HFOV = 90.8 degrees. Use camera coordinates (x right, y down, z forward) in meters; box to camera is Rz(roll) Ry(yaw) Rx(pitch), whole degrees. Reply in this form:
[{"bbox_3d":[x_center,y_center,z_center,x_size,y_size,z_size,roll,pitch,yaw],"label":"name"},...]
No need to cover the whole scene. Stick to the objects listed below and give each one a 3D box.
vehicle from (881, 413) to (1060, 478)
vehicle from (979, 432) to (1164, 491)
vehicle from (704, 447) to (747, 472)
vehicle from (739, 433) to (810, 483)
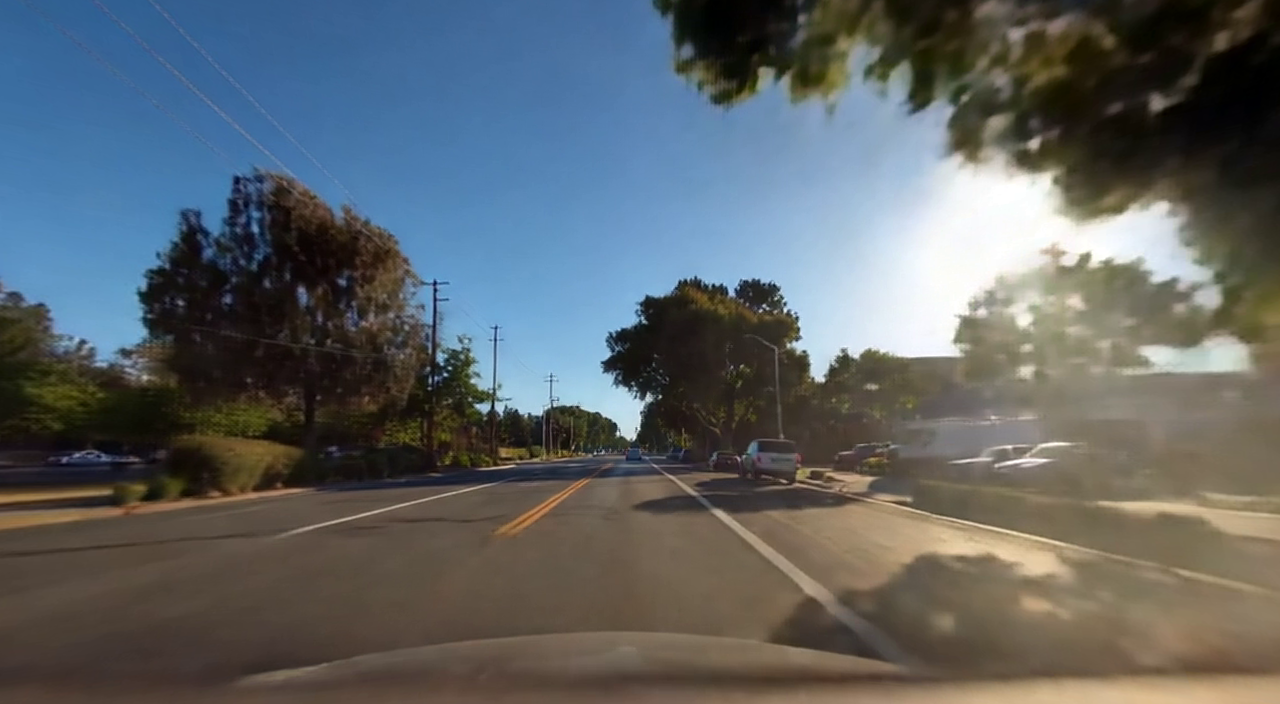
[{"bbox_3d":[15.771,4.524,30.534,6.969,2.929,2.793,0,-8,0],"label":"vehicle"},{"bbox_3d":[14.387,3.673,21.319,4.637,1.842,2.016,0,-9,2],"label":"vehicle"},{"bbox_3d":[5.975,7.588,44.731,2.282,1.566,4.705,-1,-9,-1],"label":"vehicle"},{"bbox_3d":[6.328,5.087,30.523,2.275,2.132,5.726,0,-9,2],"label":"vehicle"}]
